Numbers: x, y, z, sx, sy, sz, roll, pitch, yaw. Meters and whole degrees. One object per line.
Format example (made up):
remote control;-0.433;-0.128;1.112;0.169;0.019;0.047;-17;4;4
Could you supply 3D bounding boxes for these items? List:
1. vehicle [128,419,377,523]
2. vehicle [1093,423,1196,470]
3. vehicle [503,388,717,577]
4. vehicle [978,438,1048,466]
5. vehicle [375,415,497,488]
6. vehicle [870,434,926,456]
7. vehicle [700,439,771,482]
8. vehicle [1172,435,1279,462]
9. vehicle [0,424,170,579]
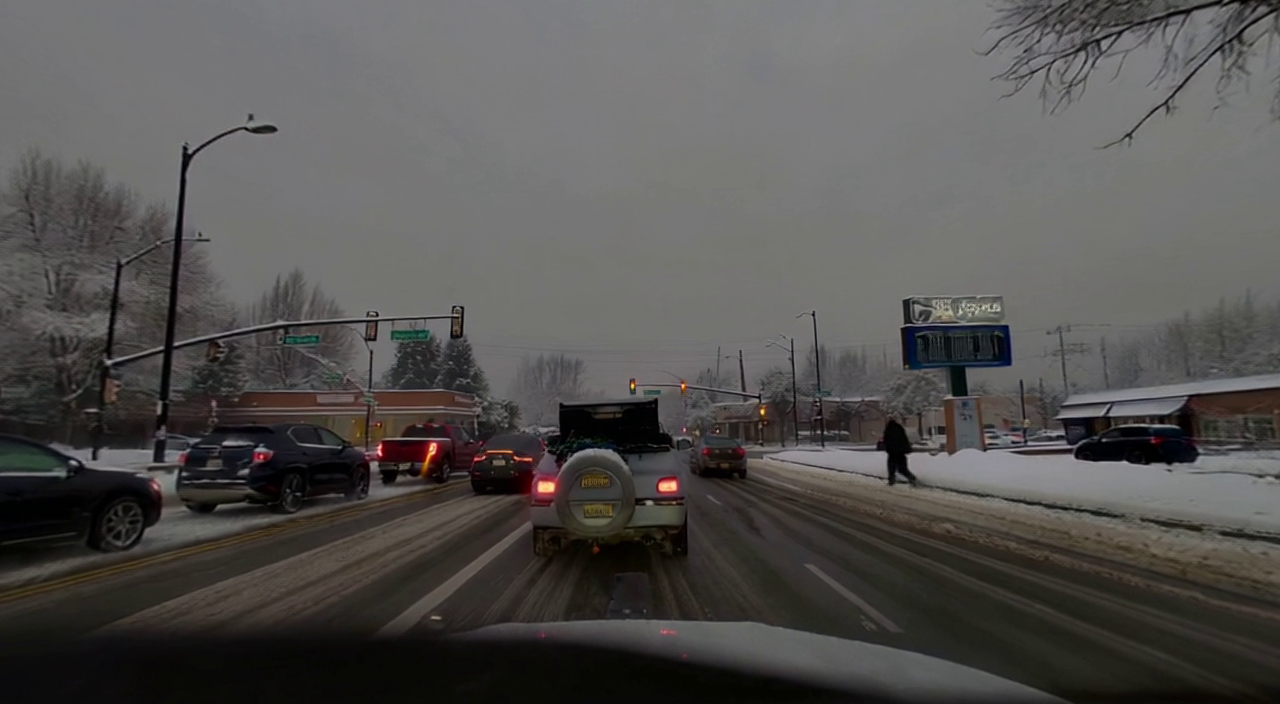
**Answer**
vehicle;-7.157;2.236;12.385;1.941;1.655;4.503;0;-8;1
vehicle;19.264;3.588;24.033;4.156;1.622;1.924;6;-10;-36
vehicle;-0.302;1.579;8.321;2.064;1.817;4.298;0;-8;0
vehicle;20.118;5.348;33.962;3.836;1.443;1.694;5;-10;-35
vehicle;-6.475;3.244;20.694;2.496;2.112;4.351;0;-8;0
vehicle;20.114;7.224;49.071;4.361;1.653;2.034;6;-10;-36
vehicle;3.439;3.994;23.543;2.023;1.441;4.240;0;-8;1
vehicle;29.687;4.863;31.720;4.176;1.313;1.719;0;-8;2
vehicle;-6.964;1.400;5.848;1.831;1.451;4.382;0;-8;-1
